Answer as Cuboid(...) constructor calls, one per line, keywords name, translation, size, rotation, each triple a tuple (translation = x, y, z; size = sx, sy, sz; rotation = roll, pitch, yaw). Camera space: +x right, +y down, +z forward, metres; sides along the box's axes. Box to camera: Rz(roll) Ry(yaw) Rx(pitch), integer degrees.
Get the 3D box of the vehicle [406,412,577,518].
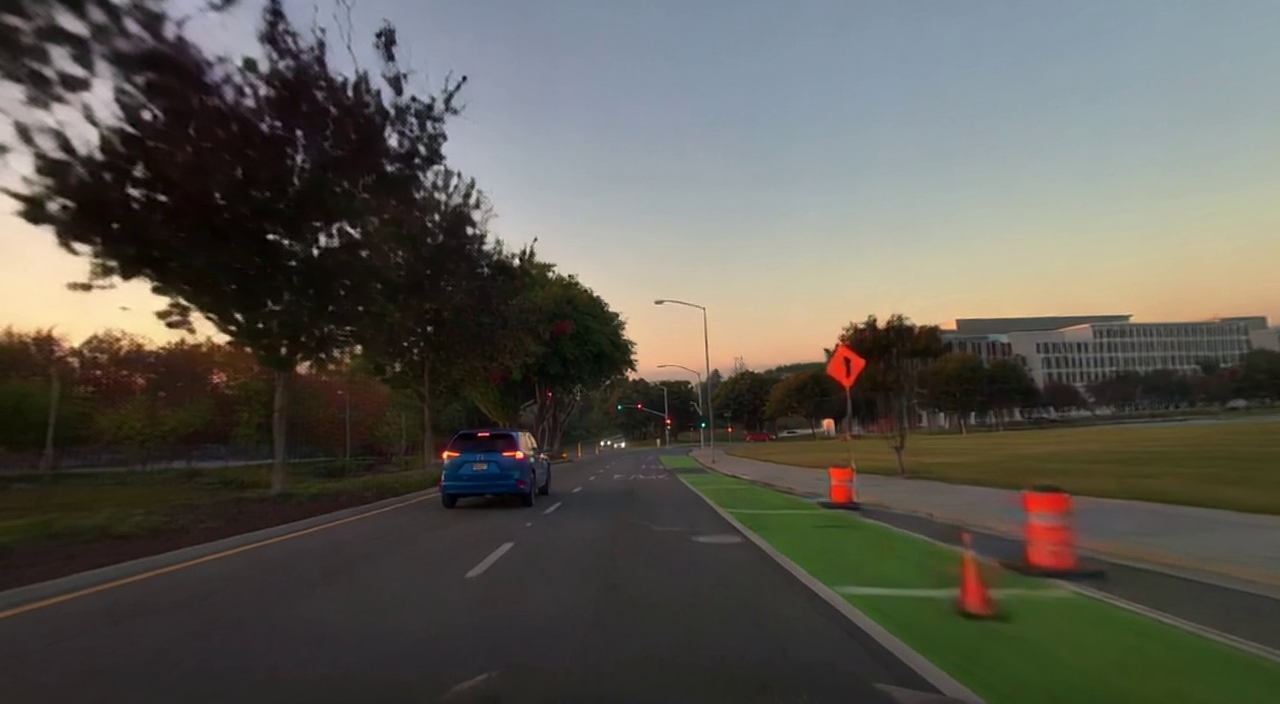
Cuboid(name="vehicle", translation=(-2.762, 2.276, 13.132), size=(2.339, 1.790, 4.629), rotation=(0, -8, 1))
